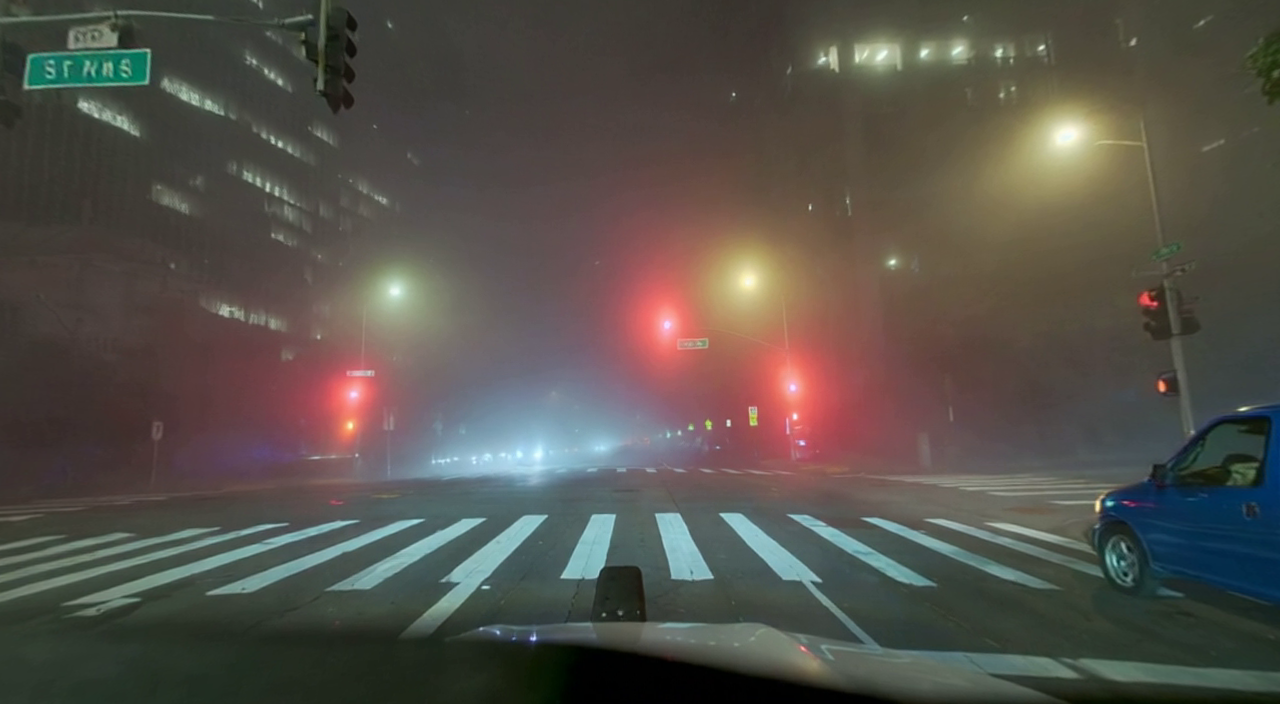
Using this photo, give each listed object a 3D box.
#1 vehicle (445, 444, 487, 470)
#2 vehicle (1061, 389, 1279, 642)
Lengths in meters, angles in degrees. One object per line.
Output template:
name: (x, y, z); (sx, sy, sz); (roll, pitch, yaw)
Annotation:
vehicle: (-12.449, 7.512, 45.385); (1.935, 1.639, 4.244); (-3, -8, -2)
vehicle: (5.651, 1.135, 4.298); (2.070, 1.804, 4.881); (0, -8, -2)
